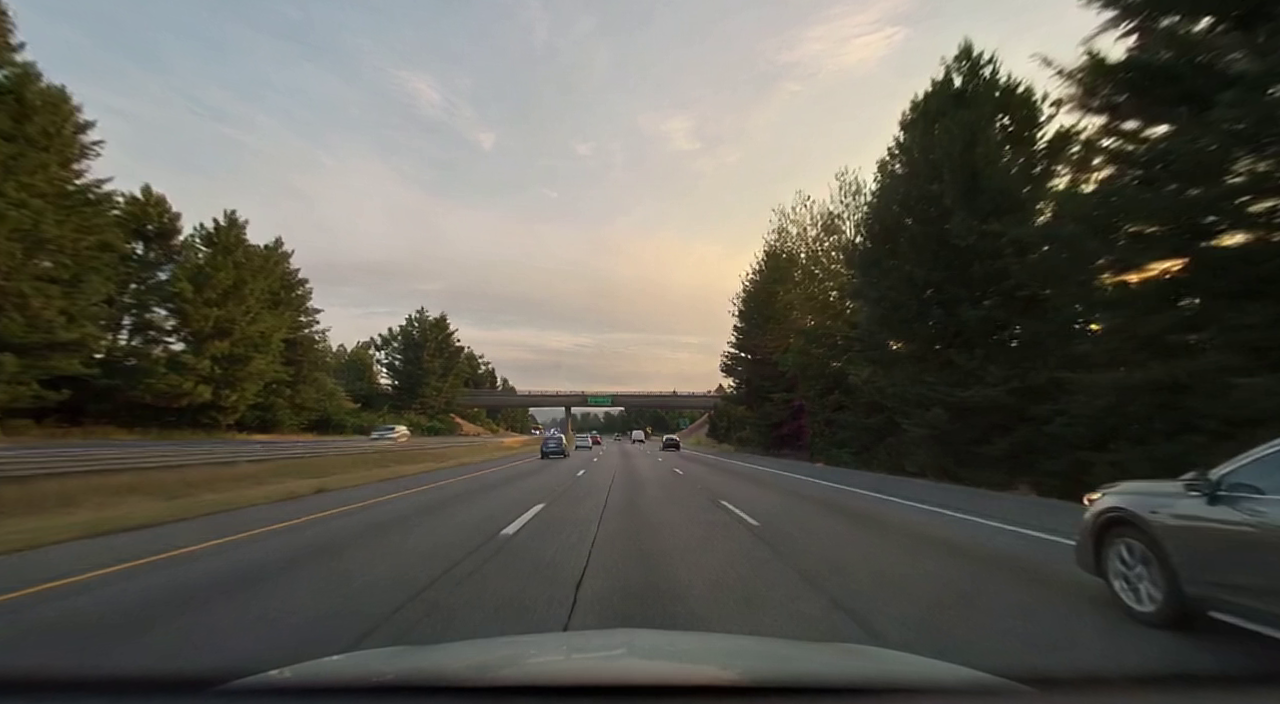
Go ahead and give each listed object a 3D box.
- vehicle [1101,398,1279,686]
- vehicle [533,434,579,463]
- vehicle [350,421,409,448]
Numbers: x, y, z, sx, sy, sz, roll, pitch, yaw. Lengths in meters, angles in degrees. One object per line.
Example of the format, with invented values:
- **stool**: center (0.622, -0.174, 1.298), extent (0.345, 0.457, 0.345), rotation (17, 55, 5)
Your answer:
- **vehicle**: center (4.448, 0.941, 2.746), extent (1.956, 1.546, 3.763), rotation (0, -8, -1)
- **vehicle**: center (-4.369, 5.071, 33.229), extent (1.966, 1.460, 3.519), rotation (0, -8, -1)
- **vehicle**: center (-14.281, 4.544, 34.677), extent (1.719, 1.416, 3.751), rotation (0, -8, -2)
